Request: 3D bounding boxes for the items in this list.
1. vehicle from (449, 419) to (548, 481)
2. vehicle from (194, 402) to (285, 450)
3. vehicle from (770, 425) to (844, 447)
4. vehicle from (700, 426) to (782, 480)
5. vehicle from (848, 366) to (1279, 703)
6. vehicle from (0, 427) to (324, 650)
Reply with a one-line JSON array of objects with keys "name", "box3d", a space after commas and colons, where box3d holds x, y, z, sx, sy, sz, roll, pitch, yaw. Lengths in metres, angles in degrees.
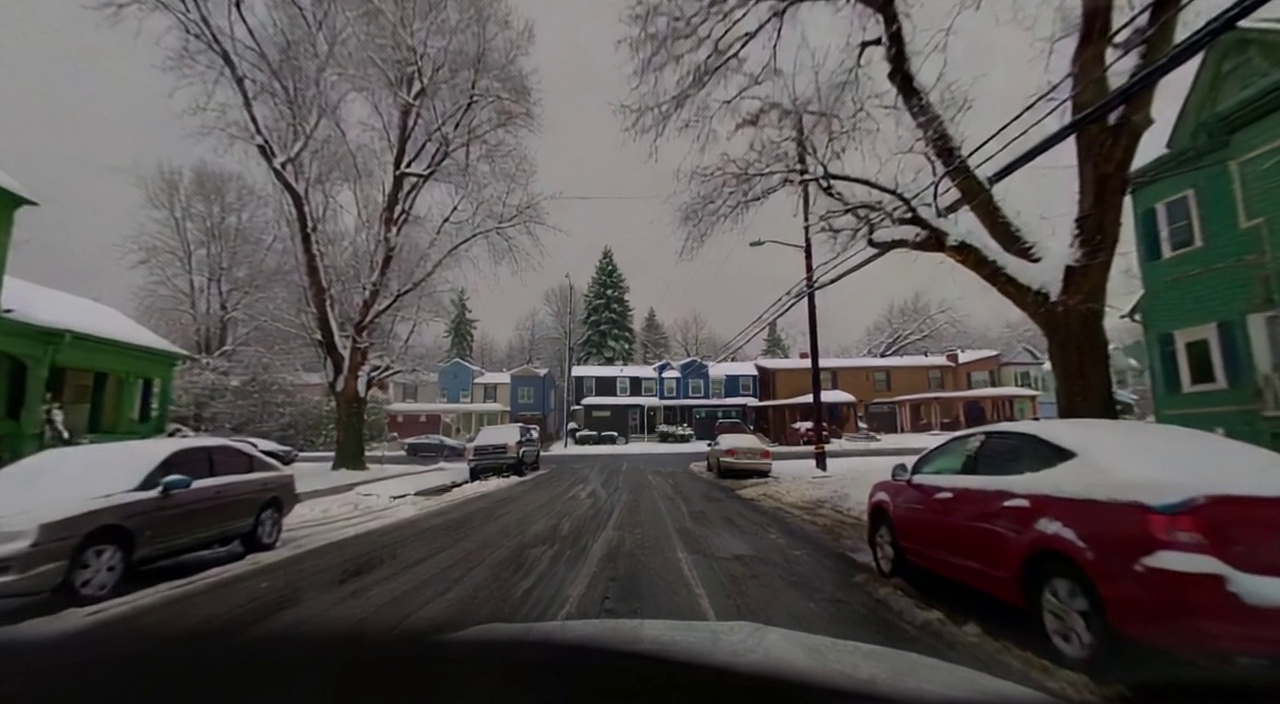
[{"name": "vehicle", "box3d": [-5.260, 3.770, 24.605, 2.480, 2.084, 6.353, 0, -8, -1]}, {"name": "vehicle", "box3d": [-30.748, 5.605, 48.667, 2.473, 2.922, 6.719, 0, 0, 4]}, {"name": "vehicle", "box3d": [11.536, 5.850, 43.741, 4.644, 1.482, 1.997, 0, -8, 2]}, {"name": "vehicle", "box3d": [3.642, 3.737, 23.681, 2.109, 1.811, 4.886, 1, -8, -2]}, {"name": "vehicle", "box3d": [3.528, 1.224, 5.105, 2.070, 1.728, 4.358, 1, -8, -2]}, {"name": "vehicle", "box3d": [-5.382, 1.604, 6.644, 1.849, 1.560, 4.227, 0, -8, 0]}]
